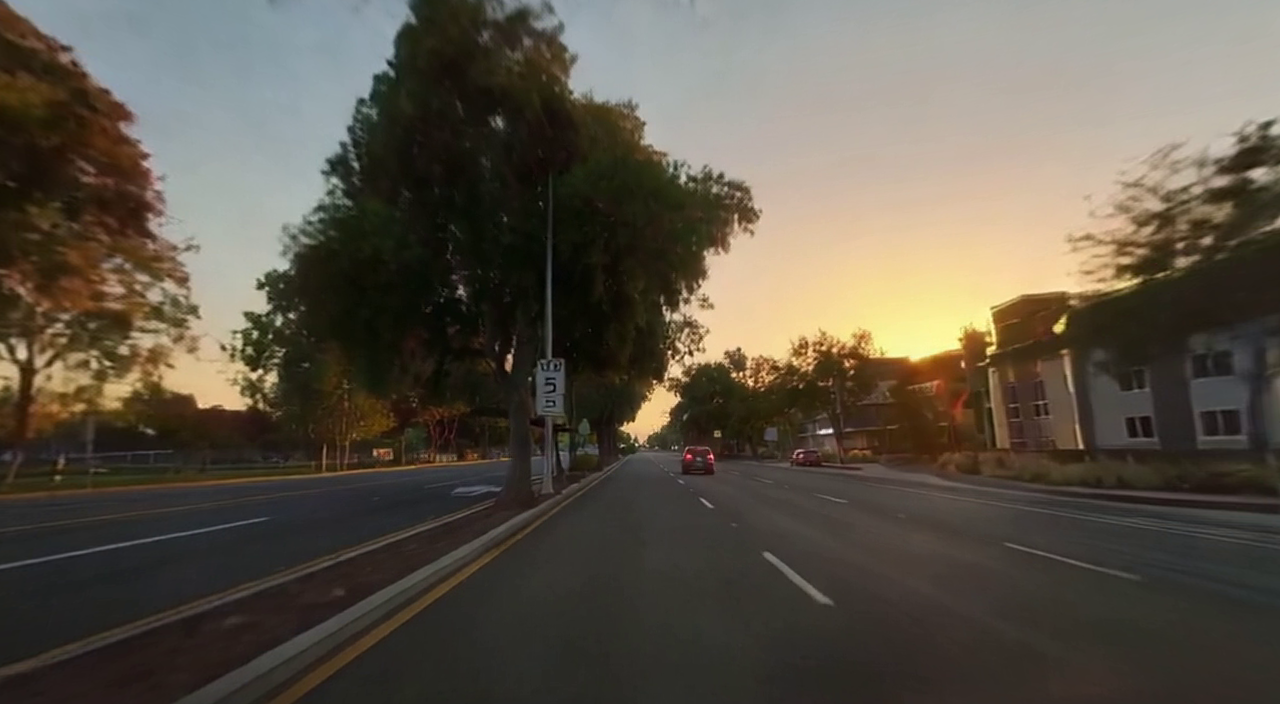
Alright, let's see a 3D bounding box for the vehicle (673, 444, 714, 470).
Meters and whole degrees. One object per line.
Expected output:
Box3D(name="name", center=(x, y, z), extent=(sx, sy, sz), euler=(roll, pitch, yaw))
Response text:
Box3D(name="vehicle", center=(3.276, 6.486, 39.177), extent=(2.015, 1.479, 4.444), euler=(0, -9, -2))
